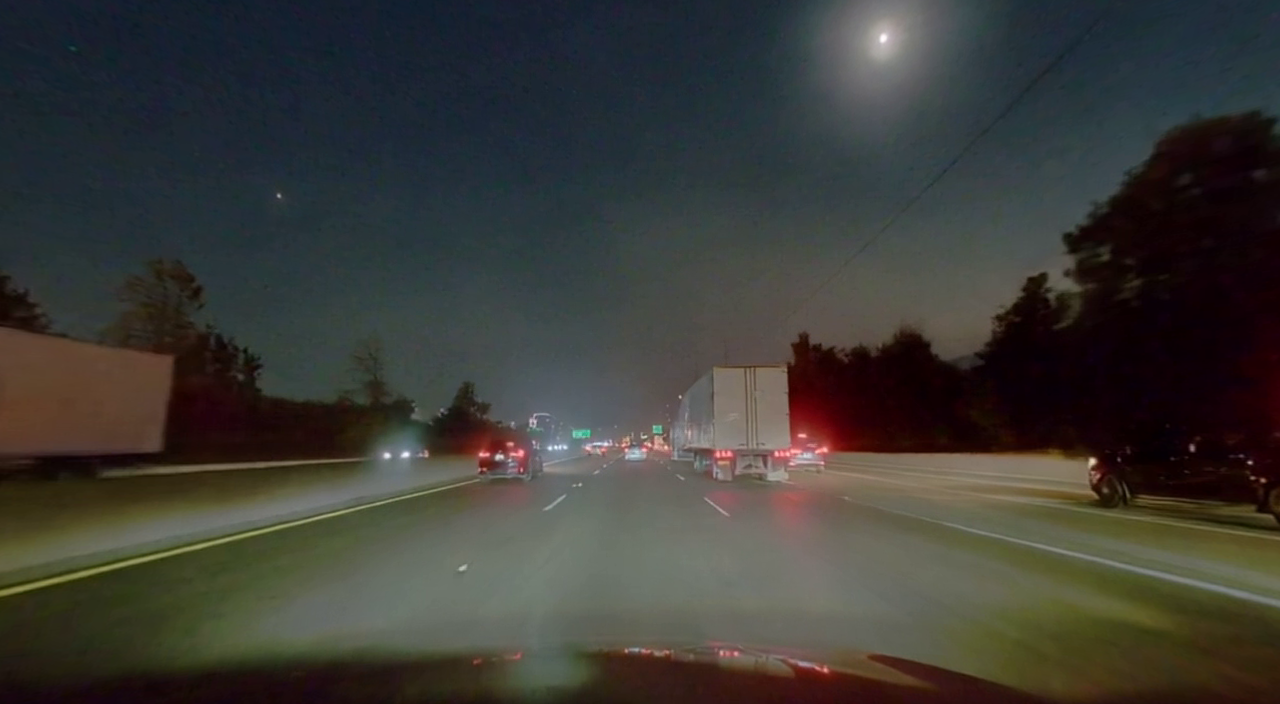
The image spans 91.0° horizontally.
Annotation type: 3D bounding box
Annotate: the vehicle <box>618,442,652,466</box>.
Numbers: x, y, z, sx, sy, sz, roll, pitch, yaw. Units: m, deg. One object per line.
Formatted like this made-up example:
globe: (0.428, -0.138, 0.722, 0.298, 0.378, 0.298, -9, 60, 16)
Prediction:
vehicle: (-0.284, 6.484, 40.203, 2.047, 1.485, 3.938, 0, -8, 0)

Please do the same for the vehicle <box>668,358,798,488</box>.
vehicle: (3.309, 3.386, 28.070, 2.907, 4.109, 16.177, 0, -8, -2)

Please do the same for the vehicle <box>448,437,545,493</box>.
vehicle: (-4.188, 3.345, 18.997, 1.968, 1.507, 3.829, 0, -8, 1)

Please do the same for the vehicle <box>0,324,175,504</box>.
vehicle: (-14.834, 1.212, 12.491, 3.017, 3.713, 10.643, 0, -8, 0)

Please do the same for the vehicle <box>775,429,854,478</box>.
vehicle: (7.458, 4.385, 27.435, 2.079, 1.938, 4.630, 0, -8, 0)

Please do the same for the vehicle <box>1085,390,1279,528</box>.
vehicle: (11.187, 1.826, 10.907, 2.420, 2.141, 5.994, 0, -8, -2)

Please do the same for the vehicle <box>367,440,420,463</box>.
vehicle: (-19.126, 7.748, 49.060, 2.146, 1.673, 5.184, 0, -8, -1)
